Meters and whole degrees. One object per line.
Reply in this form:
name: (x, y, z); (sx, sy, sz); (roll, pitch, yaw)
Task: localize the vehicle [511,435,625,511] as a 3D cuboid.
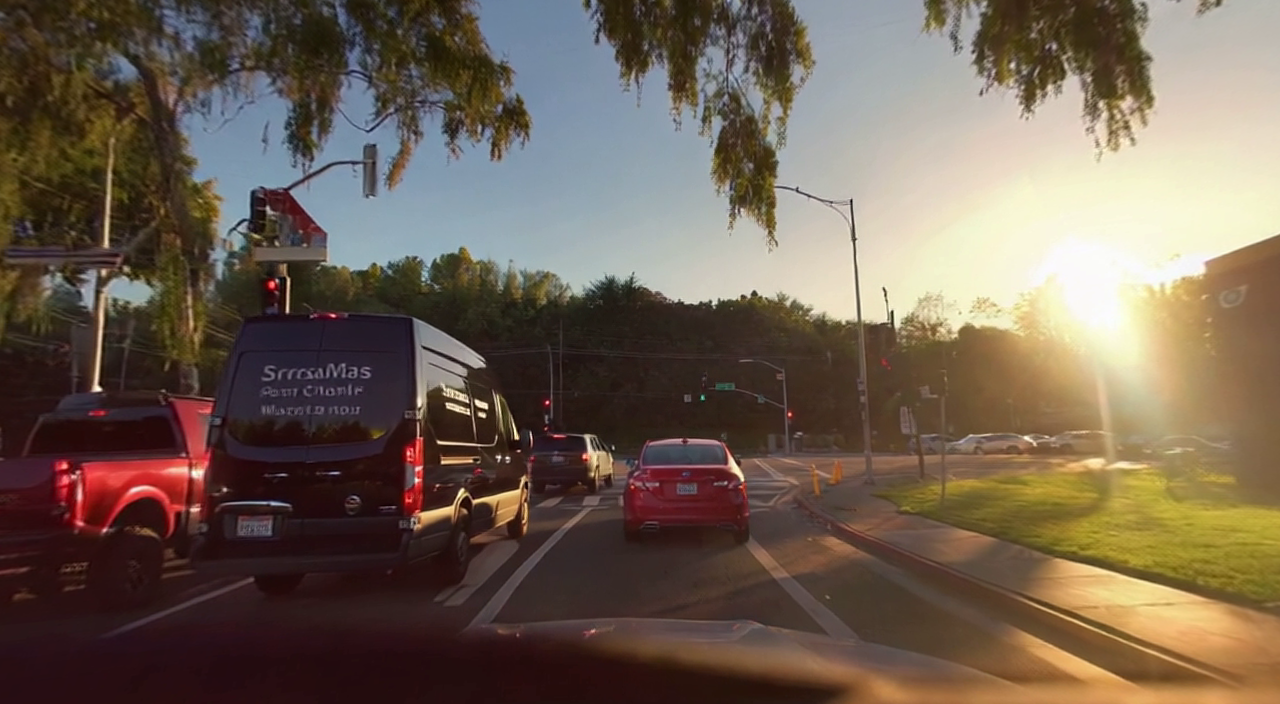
vehicle: (-1.854, 3.359, 18.003); (2.130, 1.876, 4.445); (-1, -9, 9)

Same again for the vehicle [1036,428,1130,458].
vehicle: (31.686, 6.507, 45.066); (5.084, 2.041, 2.360); (1, -9, -8)

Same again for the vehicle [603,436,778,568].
vehicle: (0.935, 2.379, 10.880); (2.398, 1.773, 4.254); (-1, -9, 7)

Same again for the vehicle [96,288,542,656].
vehicle: (-3.072, 1.365, 8.110); (2.555, 3.035, 5.702); (0, -9, 1)

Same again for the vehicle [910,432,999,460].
vehicle: (21.656, 6.515, 43.413); (5.021, 1.848, 2.210); (1, -9, -9)

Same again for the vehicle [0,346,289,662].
vehicle: (-5.966, 1.306, 5.843); (2.352, 2.333, 5.197); (0, -9, 0)
